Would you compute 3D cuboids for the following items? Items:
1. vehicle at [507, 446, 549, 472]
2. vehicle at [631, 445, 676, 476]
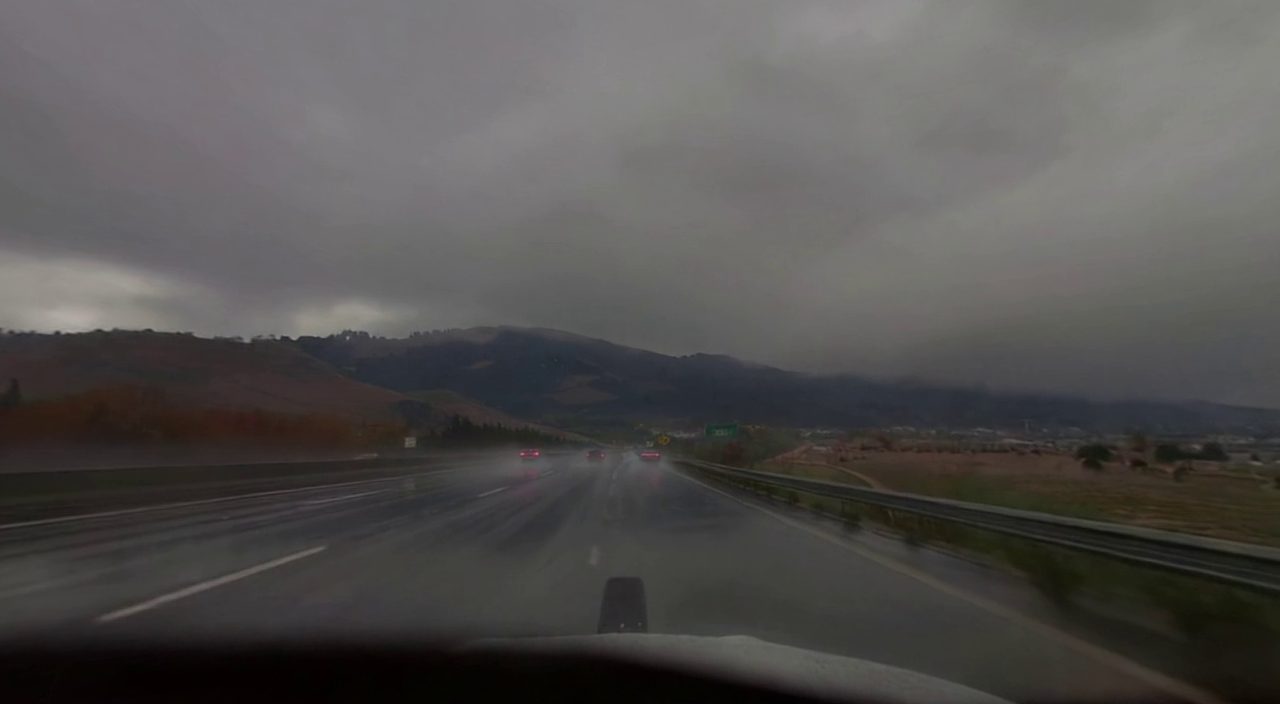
[{"bbox_3d":[-6.853,6.608,39.004,1.955,1.468,3.637,0,-9,-1],"label":"vehicle"},{"bbox_3d":[0.629,5.636,32.828,2.019,1.475,4.301,0,-9,-3],"label":"vehicle"}]
